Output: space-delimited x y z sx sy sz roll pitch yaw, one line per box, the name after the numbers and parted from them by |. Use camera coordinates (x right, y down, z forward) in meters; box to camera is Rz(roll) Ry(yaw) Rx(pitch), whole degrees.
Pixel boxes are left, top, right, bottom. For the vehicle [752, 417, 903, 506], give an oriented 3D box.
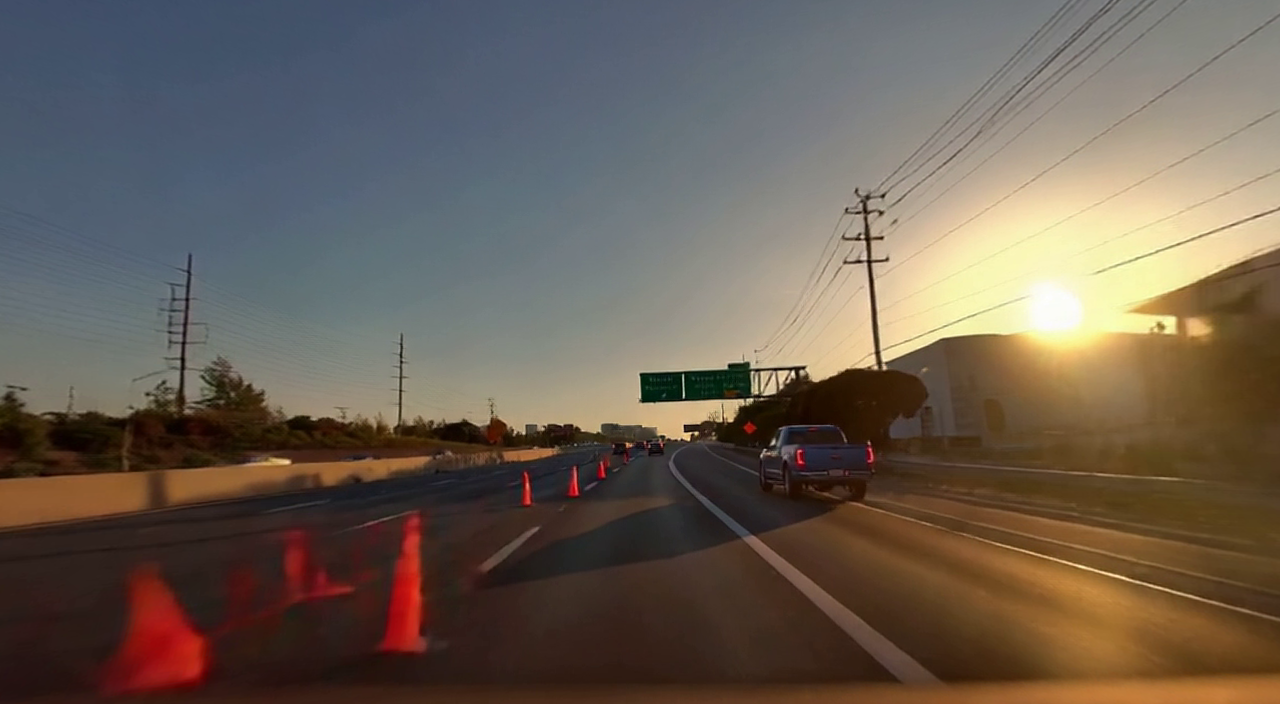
4.399 2.686 15.920 2.186 1.840 5.289 0 -8 0 | vehicle

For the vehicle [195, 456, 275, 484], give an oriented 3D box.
-24.547 7.178 38.483 1.884 1.494 4.524 0 -8 0 | vehicle
